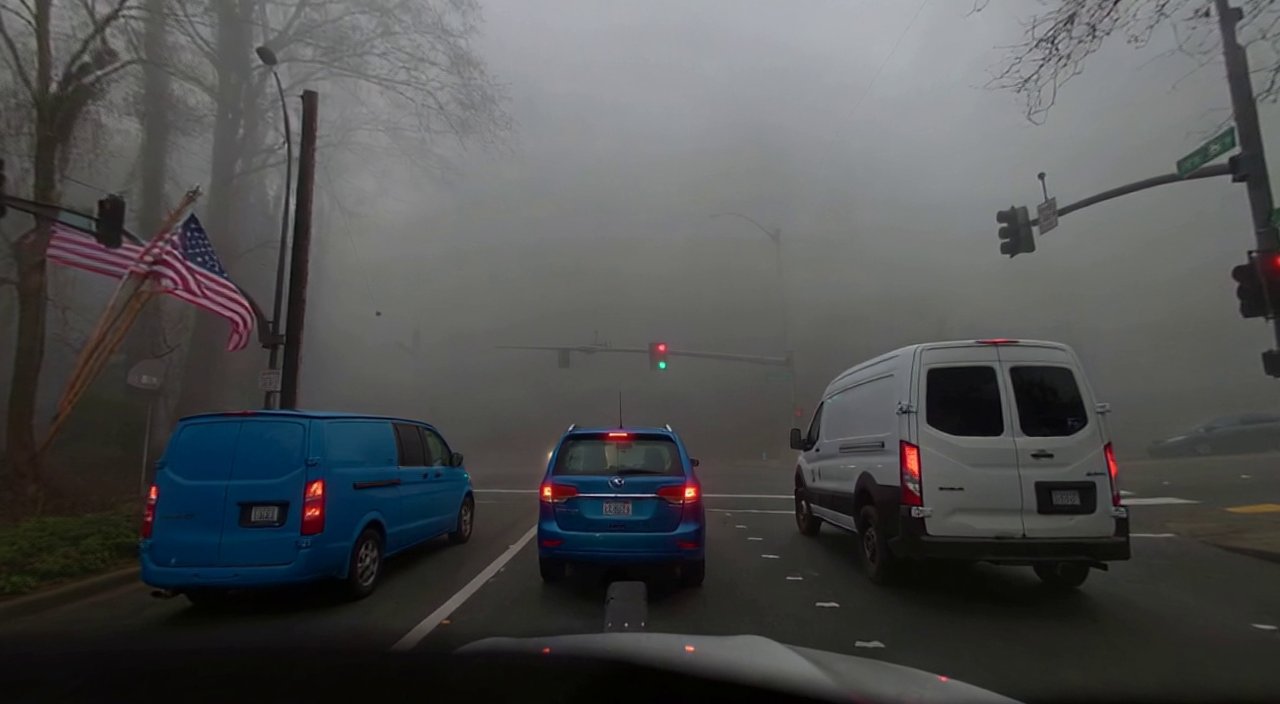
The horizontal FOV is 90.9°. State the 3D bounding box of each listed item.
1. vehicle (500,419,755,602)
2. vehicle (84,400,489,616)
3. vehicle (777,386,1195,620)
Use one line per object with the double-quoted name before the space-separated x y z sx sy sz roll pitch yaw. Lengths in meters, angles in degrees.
"vehicle" -0.140 1.620 7.339 2.098 1.494 4.118 0 -9 -1
"vehicle" -3.302 1.529 7.053 2.024 1.677 3.998 -1 -9 3
"vehicle" 3.090 1.465 7.023 2.178 1.746 4.400 0 -9 1
